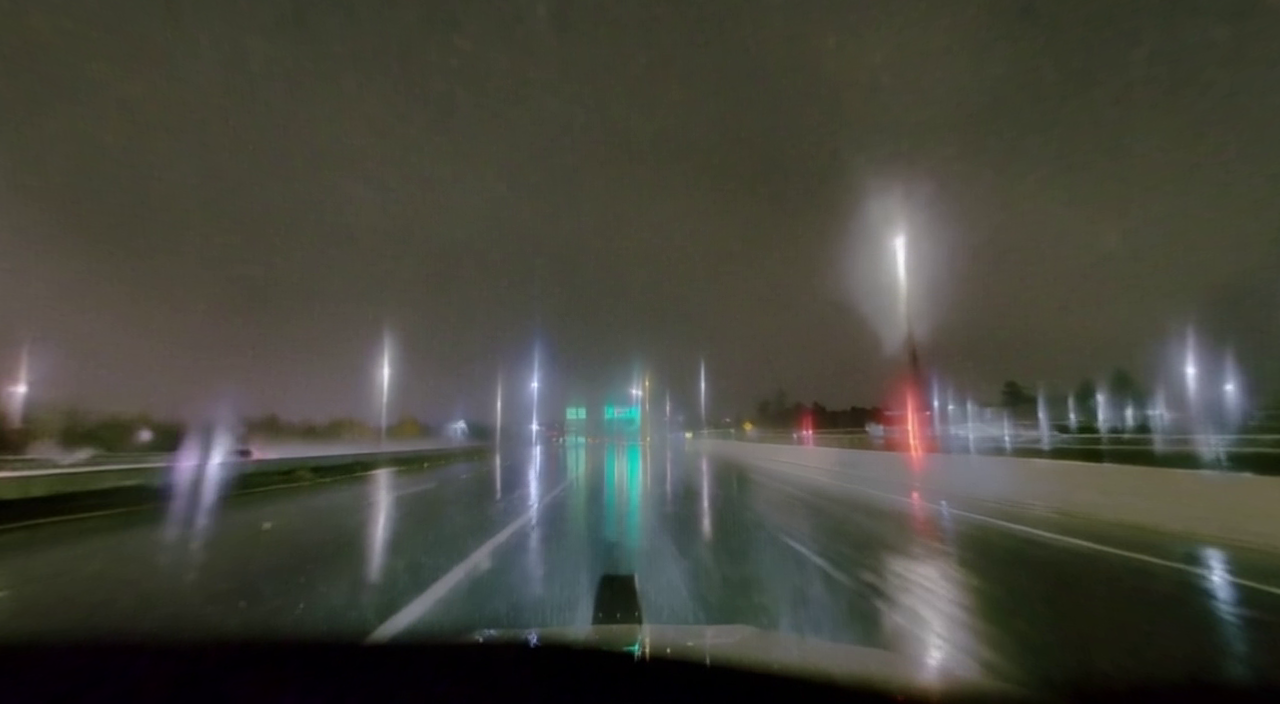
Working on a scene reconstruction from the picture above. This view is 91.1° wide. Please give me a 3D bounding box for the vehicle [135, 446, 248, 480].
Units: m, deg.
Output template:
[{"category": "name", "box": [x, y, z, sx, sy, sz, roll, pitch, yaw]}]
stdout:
[{"category": "vehicle", "box": [-23.221, 5.738, 32.864, 2.297, 1.572, 4.953, -1, -8, -1]}]
